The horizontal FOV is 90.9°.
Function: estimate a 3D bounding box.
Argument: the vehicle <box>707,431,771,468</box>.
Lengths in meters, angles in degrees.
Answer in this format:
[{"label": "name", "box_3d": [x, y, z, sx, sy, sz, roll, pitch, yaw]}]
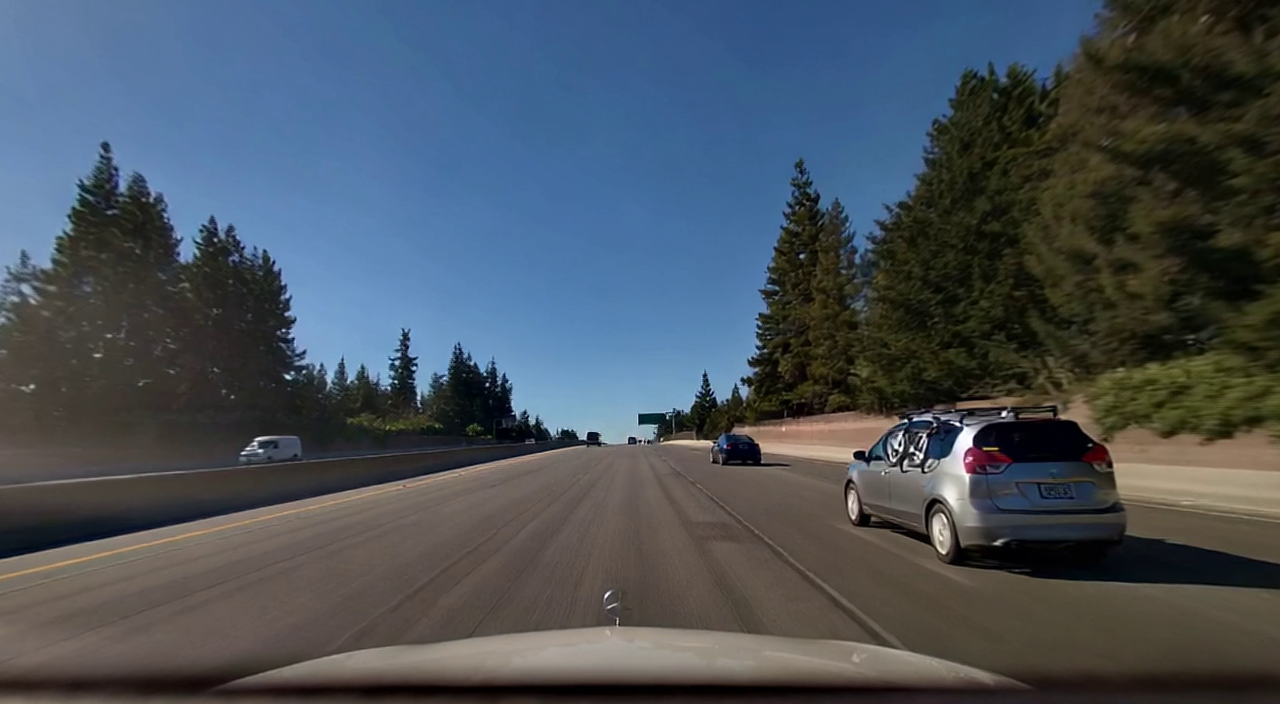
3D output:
[{"label": "vehicle", "box_3d": [4.138, 4.121, 26.860, 1.911, 1.449, 3.776, 0, -8, -3]}]

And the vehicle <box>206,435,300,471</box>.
[{"label": "vehicle", "box_3d": [-26.798, 6.972, 44.034, 2.307, 2.308, 6.197, -1, -8, 4]}]
